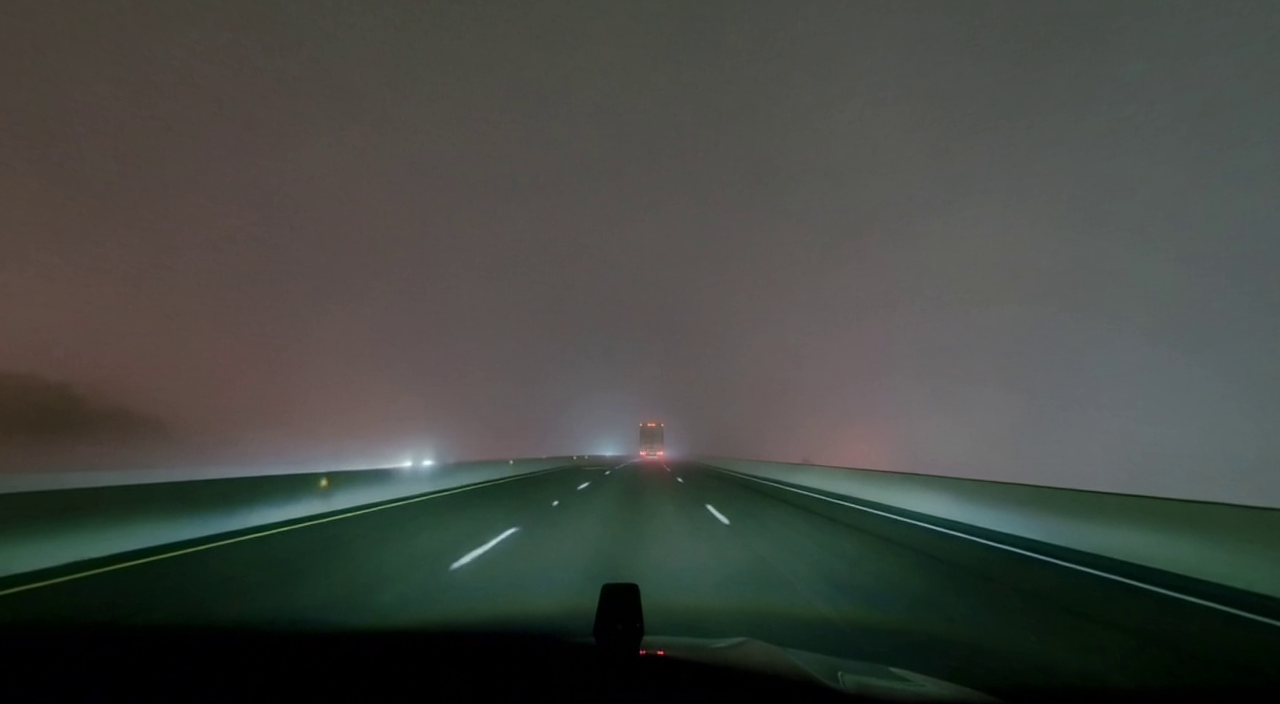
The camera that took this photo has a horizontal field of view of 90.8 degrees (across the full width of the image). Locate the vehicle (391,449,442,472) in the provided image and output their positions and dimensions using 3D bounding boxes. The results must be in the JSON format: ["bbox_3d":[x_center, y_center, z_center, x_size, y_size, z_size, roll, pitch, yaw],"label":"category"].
[{"bbox_3d":[-15.501,7.527,43.996,1.881,1.497,4.397,0,-9,1],"label":"vehicle"}]
